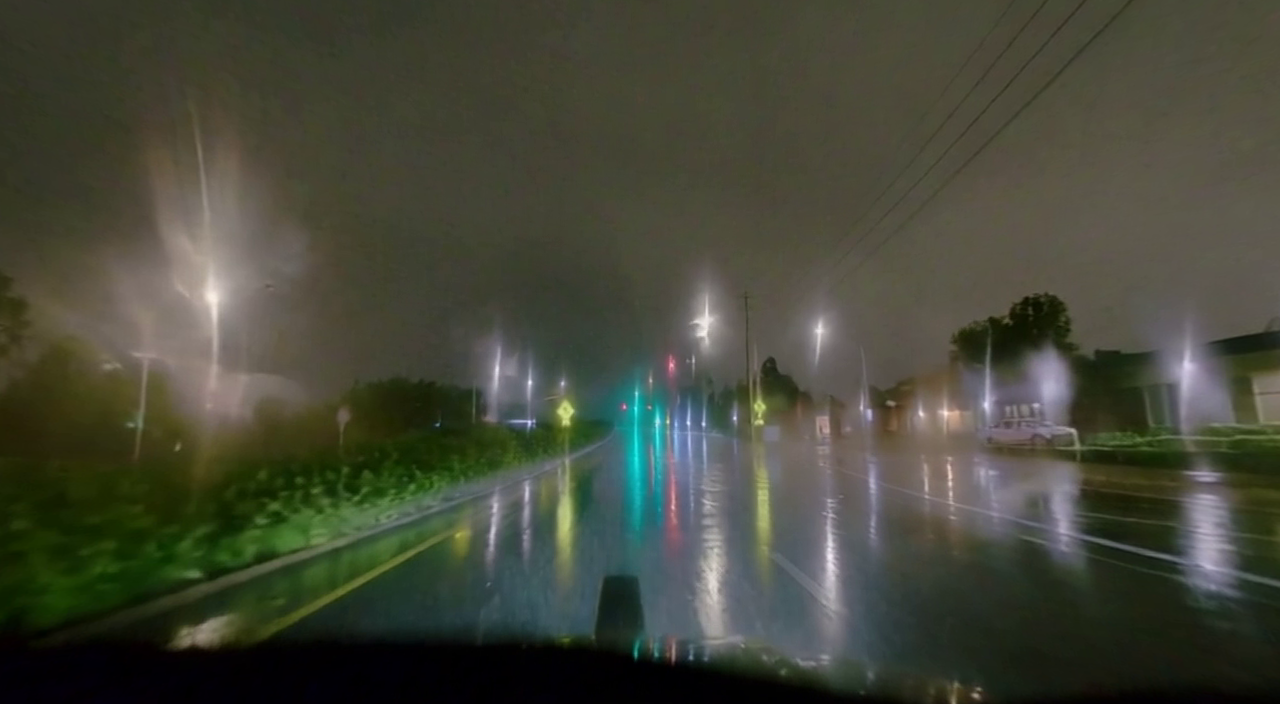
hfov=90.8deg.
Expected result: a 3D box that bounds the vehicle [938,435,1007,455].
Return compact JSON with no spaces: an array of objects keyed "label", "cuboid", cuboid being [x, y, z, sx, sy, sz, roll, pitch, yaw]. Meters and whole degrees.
[{"label":"vehicle","cuboid":[24.838,6.943,47.238,4.140,1.416,1.767,0,-8,-1]}]

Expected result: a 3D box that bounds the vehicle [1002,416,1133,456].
[{"label":"vehicle","cuboid":[24.496,4.870,36.427,5.603,2.179,2.440,-1,-8,5]}]
